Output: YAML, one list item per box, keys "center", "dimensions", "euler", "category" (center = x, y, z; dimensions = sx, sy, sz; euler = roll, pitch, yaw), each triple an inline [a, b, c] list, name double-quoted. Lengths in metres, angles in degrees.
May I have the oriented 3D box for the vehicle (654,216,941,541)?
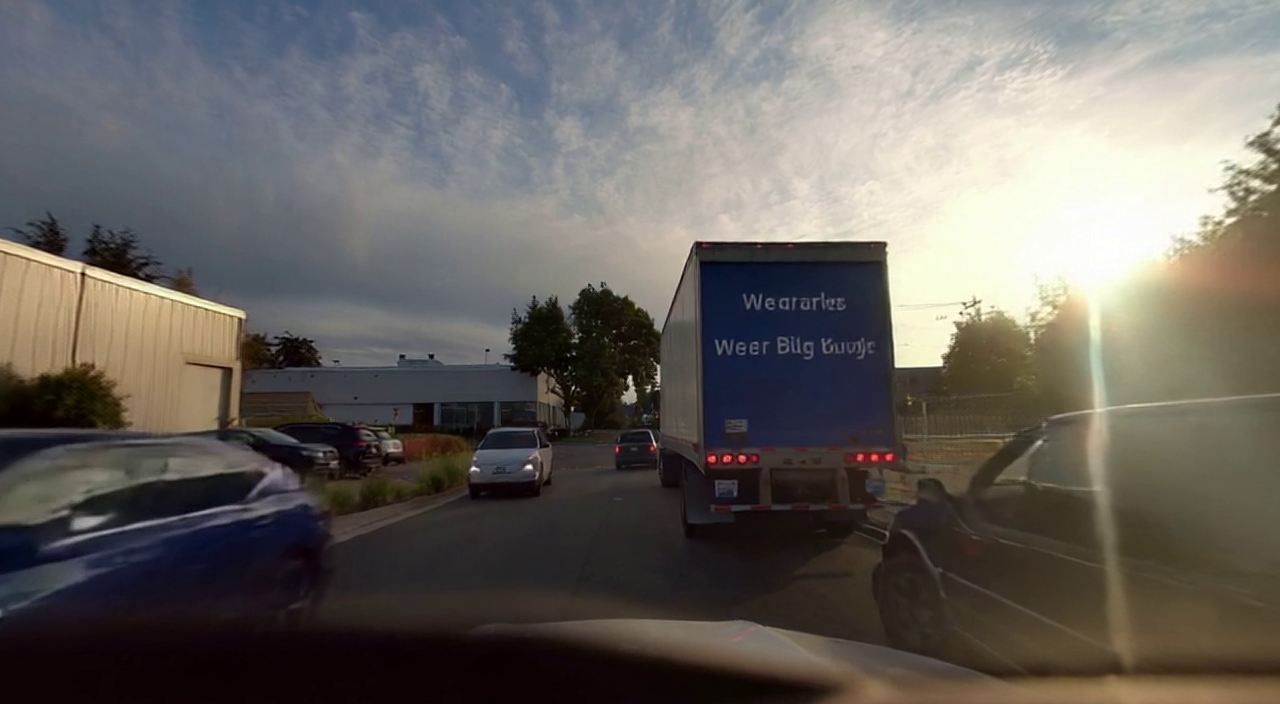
- center: [2.097, 1.254, 15.150]
  dimensions: [2.865, 4.113, 14.471]
  euler: [0, -8, -1]
  category: "vehicle"

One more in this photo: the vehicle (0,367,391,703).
- center: [-2.738, 0.882, 2.238]
  dimensions: [2.033, 1.508, 4.298]
  euler: [0, -8, -1]
  category: "vehicle"

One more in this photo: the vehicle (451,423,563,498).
- center: [-2.924, 2.452, 14.710]
  dimensions: [1.780, 1.488, 4.043]
  euler: [0, -8, -1]
  category: "vehicle"

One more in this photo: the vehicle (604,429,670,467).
- center: [-0.051, 4.096, 27.123]
  dimensions: [2.160, 1.498, 3.909]
  euler: [-1, -8, 10]
  category: "vehicle"

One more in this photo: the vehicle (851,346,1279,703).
- center: [2.423, 0.880, 2.394]
  dimensions: [1.866, 1.531, 3.579]
  euler: [0, -8, -2]
  category: "vehicle"
